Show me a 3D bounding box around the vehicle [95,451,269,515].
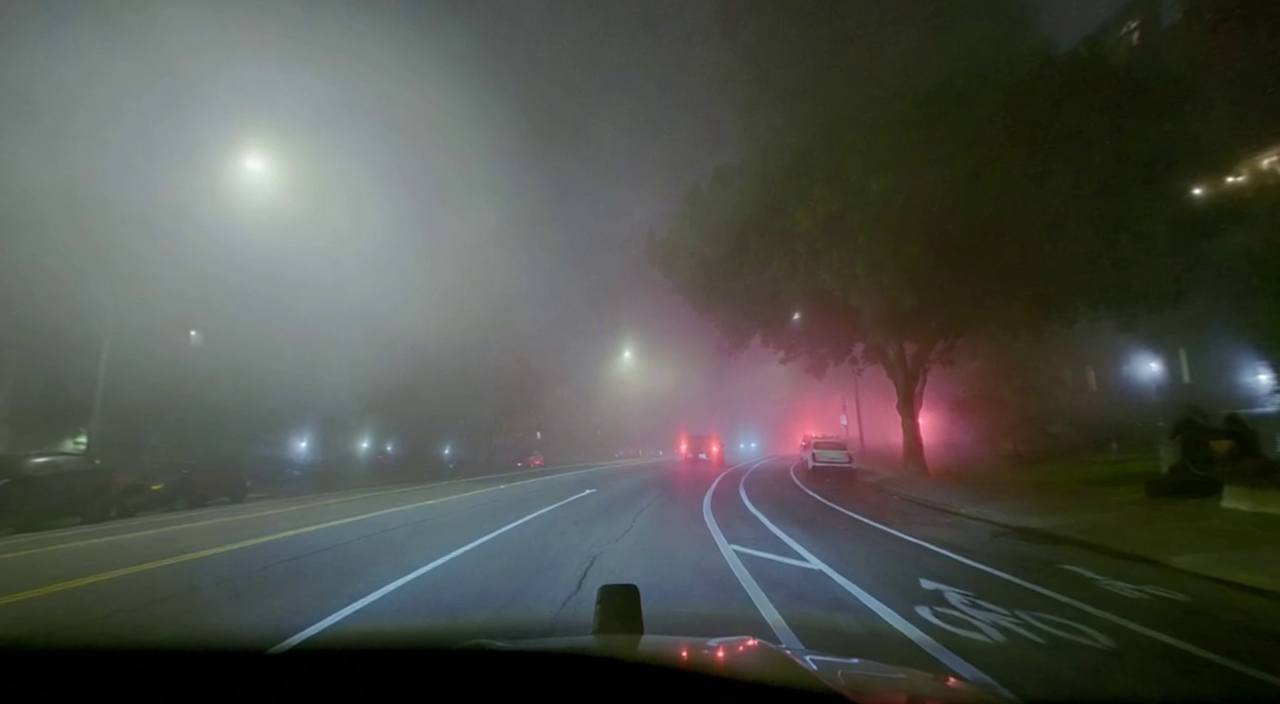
[{"bbox_3d":[-12.610,3.579,17.763,1.805,1.535,3.798,-1,-8,5],"label":"vehicle"}]

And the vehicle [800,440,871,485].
[{"bbox_3d":[7.031,3.991,23.206,1.940,1.456,4.502,-2,-9,11],"label":"vehicle"}]

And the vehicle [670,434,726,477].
[{"bbox_3d":[2.585,4.419,27.233,1.852,1.680,4.488,-2,-9,12],"label":"vehicle"}]

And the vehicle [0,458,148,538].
[{"bbox_3d":[-12.991,2.981,13.166,1.777,1.432,4.327,-1,-8,4],"label":"vehicle"}]
